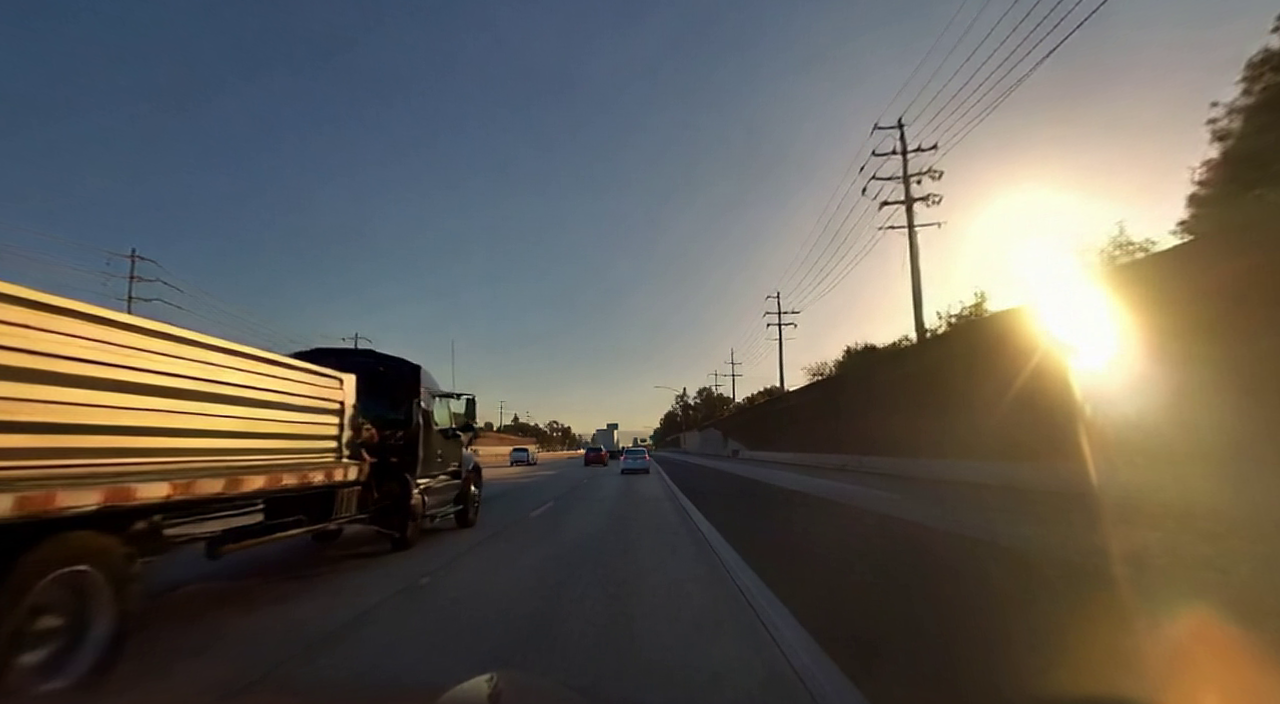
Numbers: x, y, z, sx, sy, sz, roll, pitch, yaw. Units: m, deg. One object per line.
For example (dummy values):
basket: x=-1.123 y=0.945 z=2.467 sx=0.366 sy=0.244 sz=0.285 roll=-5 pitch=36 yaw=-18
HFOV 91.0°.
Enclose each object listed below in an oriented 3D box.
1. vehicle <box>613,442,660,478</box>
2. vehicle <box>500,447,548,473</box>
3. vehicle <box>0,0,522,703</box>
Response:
vehicle: x=-0.149 y=5.280 z=30.976 sx=2.178 sy=1.640 sz=4.071 roll=0 pitch=-9 yaw=0
vehicle: x=-7.008 y=6.552 z=38.435 sx=2.025 sy=1.510 sz=4.582 roll=0 pitch=-9 yaw=1
vehicle: x=-3.542 y=0.626 z=5.615 sx=3.023 sy=3.246 sz=9.102 roll=0 pitch=-9 yaw=1
